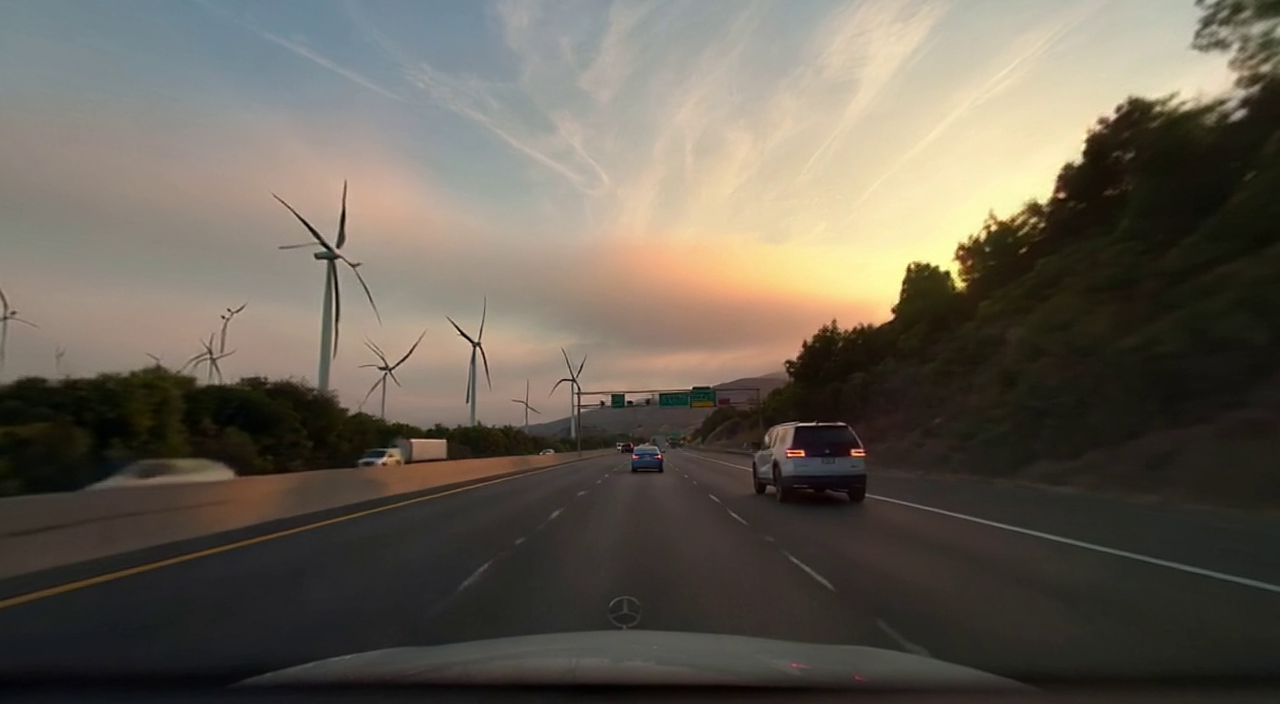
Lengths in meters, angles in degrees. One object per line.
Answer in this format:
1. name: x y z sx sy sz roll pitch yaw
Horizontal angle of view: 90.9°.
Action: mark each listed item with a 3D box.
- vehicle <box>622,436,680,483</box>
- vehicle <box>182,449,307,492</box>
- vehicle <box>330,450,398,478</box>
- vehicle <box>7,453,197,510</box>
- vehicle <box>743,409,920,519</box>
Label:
1. vehicle: 0.364 4.166 24.712 2.083 1.653 3.787 -1 -9 0
2. vehicle: -16.043 4.798 25.886 2.420 1.543 4.109 -1 -9 1
3. vehicle: -19.347 7.849 44.507 2.231 1.736 5.468 -1 -8 1
4. vehicle: -15.979 3.821 19.112 1.758 1.456 4.483 -1 -9 1
5. vehicle: 3.731 2.315 13.470 2.104 1.861 4.956 -1 -9 -1
